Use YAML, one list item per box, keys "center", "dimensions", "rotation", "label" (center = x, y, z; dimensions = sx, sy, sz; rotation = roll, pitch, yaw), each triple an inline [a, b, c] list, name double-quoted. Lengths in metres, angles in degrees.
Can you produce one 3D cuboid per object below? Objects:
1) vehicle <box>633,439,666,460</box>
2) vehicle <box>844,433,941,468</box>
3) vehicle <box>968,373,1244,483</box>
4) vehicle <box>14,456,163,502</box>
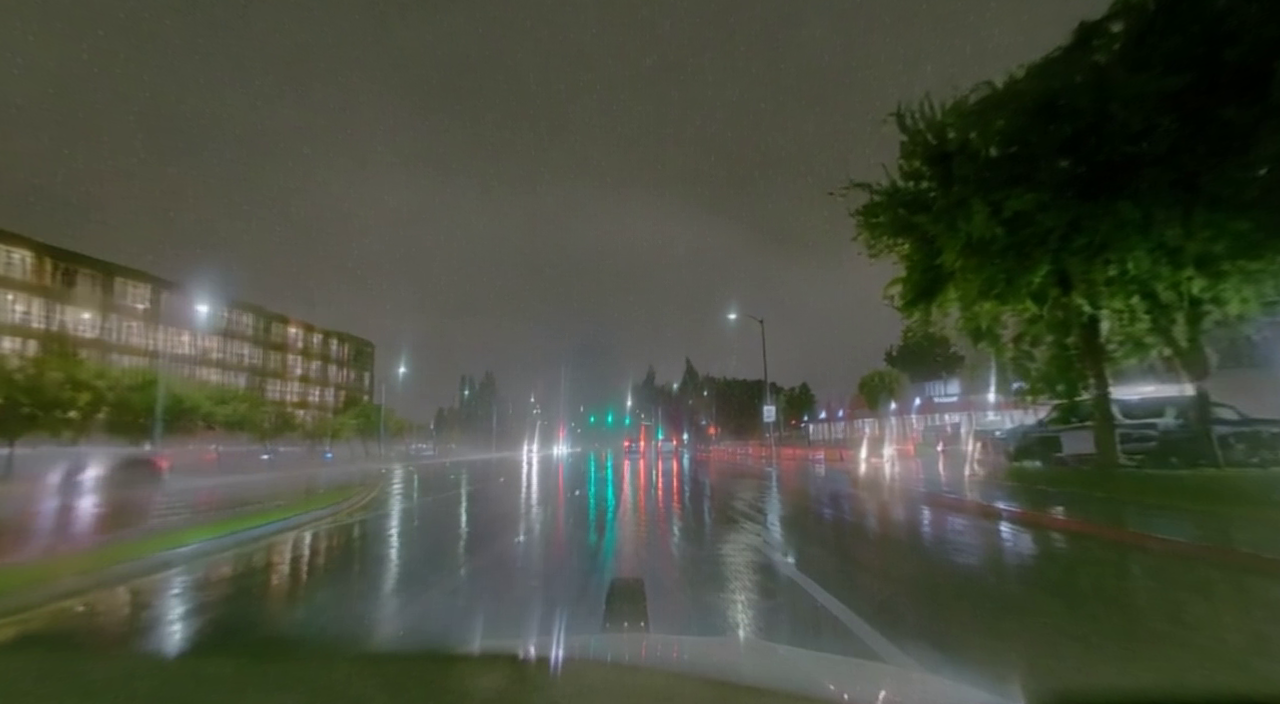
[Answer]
- center: [0.766, 7.326, 47.643]
  dimensions: [1.974, 1.490, 4.231]
  rotation: [-1, -8, 8]
  label: "vehicle"
- center: [12.260, 4.776, 30.924]
  dimensions: [1.948, 1.466, 4.520]
  rotation: [-1, -7, -16]
  label: "vehicle"
- center: [15.523, 2.615, 21.504]
  dimensions: [6.641, 3.391, 3.387]
  rotation: [0, -8, -3]
  label: "vehicle"
- center: [-20.733, 4.746, 23.978]
  dimensions: [1.794, 1.463, 4.332]
  rotation: [0, -8, -1]
  label: "vehicle"
